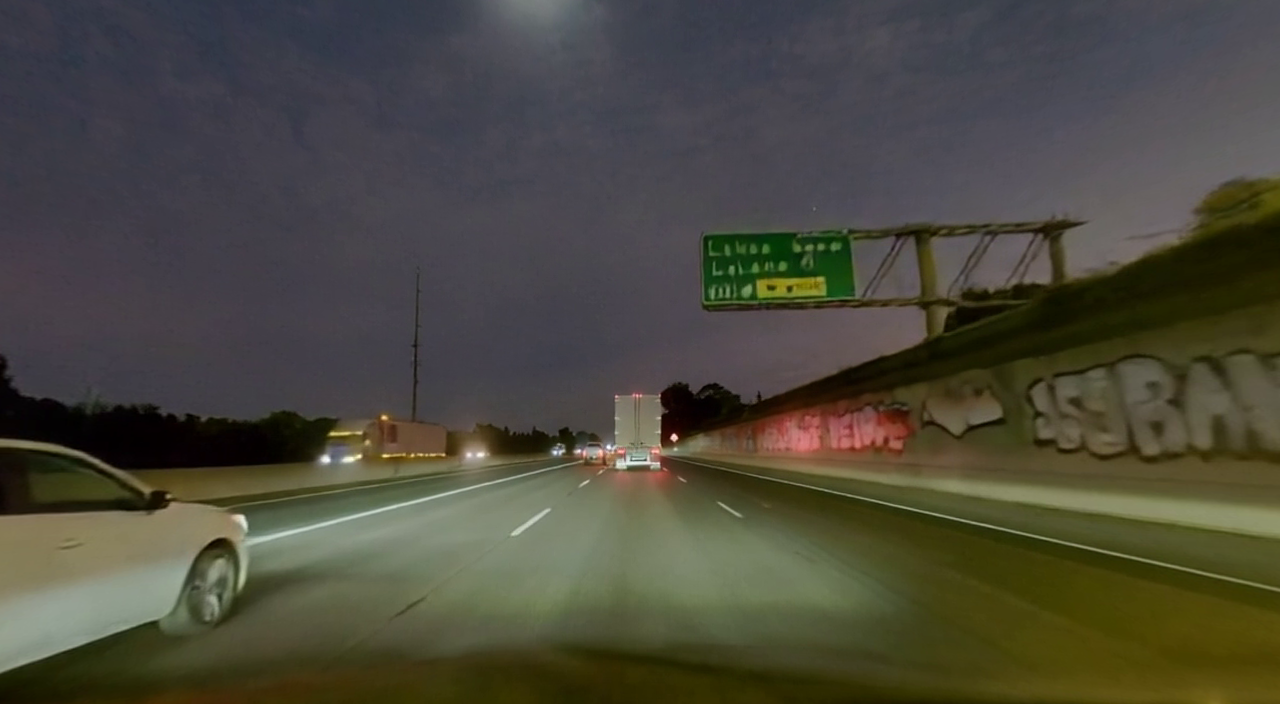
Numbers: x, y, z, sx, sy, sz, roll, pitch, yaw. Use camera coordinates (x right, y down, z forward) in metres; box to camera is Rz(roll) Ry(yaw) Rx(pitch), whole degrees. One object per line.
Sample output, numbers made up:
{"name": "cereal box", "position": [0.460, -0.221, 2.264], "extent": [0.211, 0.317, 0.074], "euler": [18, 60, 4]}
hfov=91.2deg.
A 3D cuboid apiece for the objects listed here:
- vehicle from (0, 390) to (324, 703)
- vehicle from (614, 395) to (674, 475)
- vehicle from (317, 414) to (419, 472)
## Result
{"name": "vehicle", "position": [-3.694, 1.023, 3.084], "extent": [2.158, 1.538, 4.047], "euler": [0, -9, 0]}
{"name": "vehicle", "position": [0.032, 5.077, 37.453], "extent": [3.042, 4.023, 10.832], "euler": [0, -9, -2]}
{"name": "vehicle", "position": [-19.611, 6.768, 46.120], "extent": [2.992, 3.750, 9.993], "euler": [0, -9, 0]}
